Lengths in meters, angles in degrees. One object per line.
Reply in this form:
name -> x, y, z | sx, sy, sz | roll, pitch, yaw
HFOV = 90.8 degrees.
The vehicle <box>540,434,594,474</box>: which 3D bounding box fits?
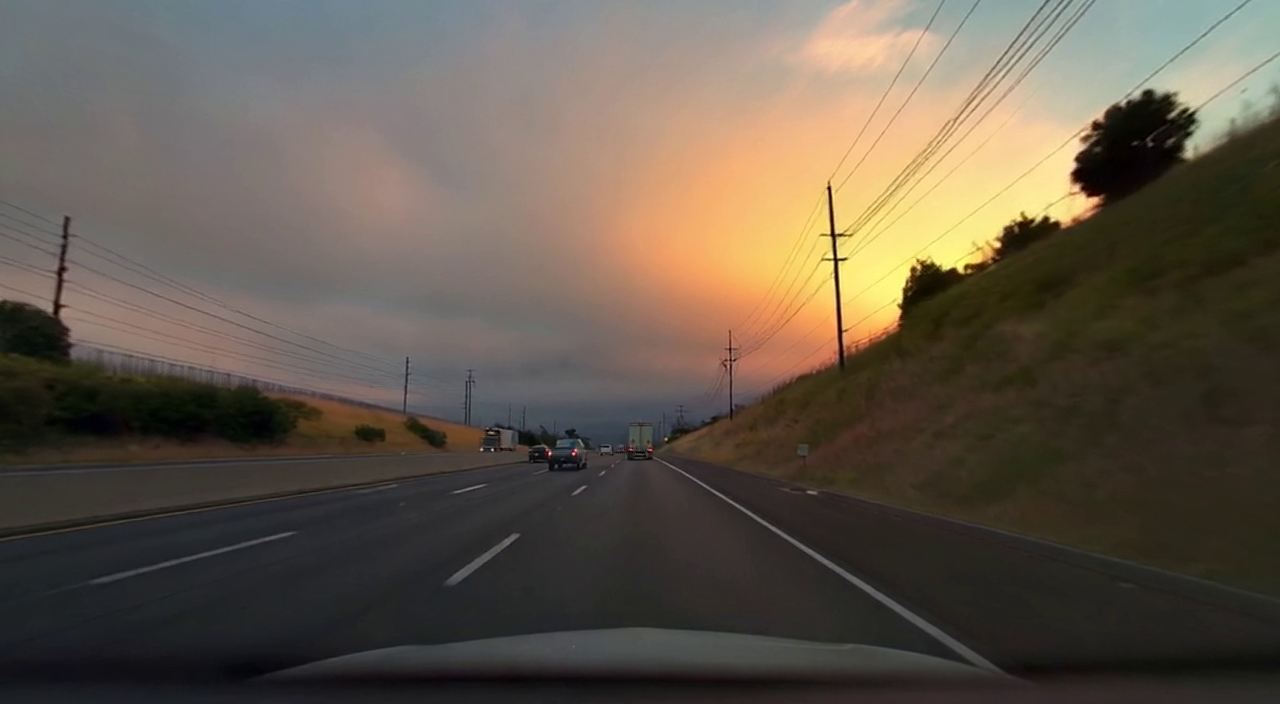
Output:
vehicle -> -3.773, 5.388, 33.389 | 2.207, 1.949, 4.911 | 0, -9, 1
